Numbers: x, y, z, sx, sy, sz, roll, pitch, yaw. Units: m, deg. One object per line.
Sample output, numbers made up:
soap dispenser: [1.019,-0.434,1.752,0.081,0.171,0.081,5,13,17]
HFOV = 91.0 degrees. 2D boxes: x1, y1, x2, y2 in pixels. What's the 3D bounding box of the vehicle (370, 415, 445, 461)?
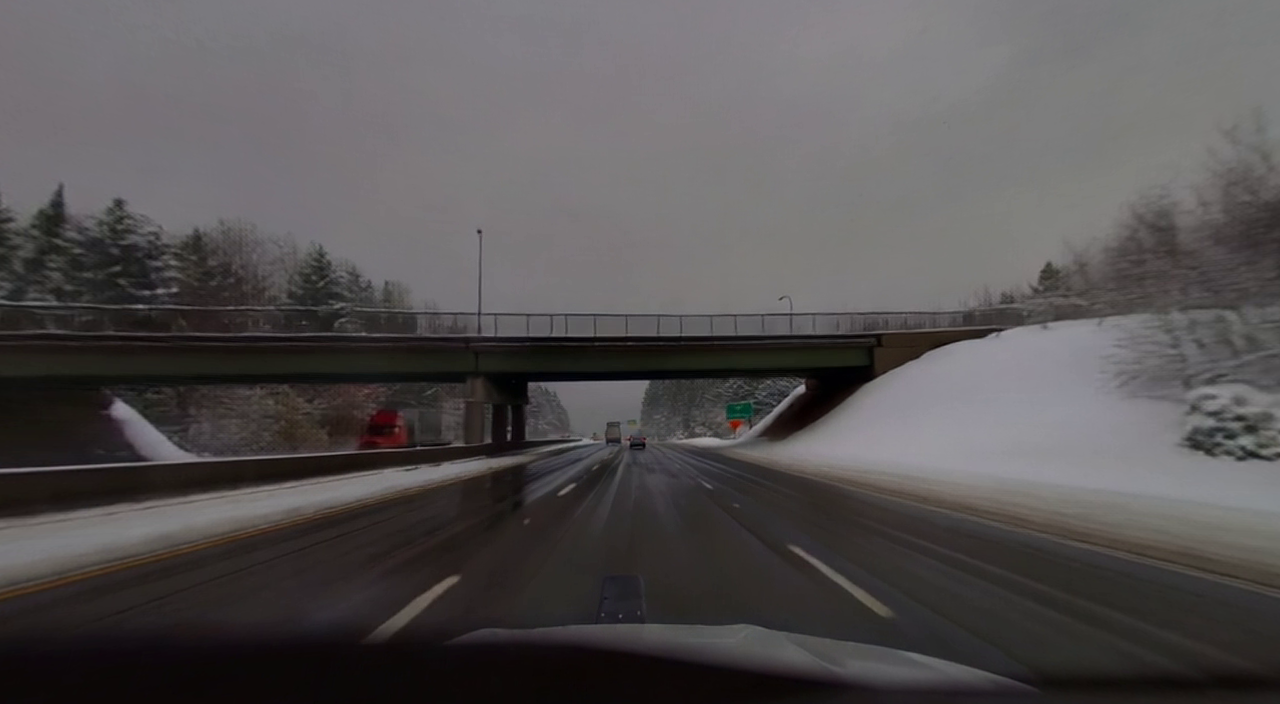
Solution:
vehicle: [-16.873,6.325,46.276,2.477,3.056,7.996,0,-8,0]
